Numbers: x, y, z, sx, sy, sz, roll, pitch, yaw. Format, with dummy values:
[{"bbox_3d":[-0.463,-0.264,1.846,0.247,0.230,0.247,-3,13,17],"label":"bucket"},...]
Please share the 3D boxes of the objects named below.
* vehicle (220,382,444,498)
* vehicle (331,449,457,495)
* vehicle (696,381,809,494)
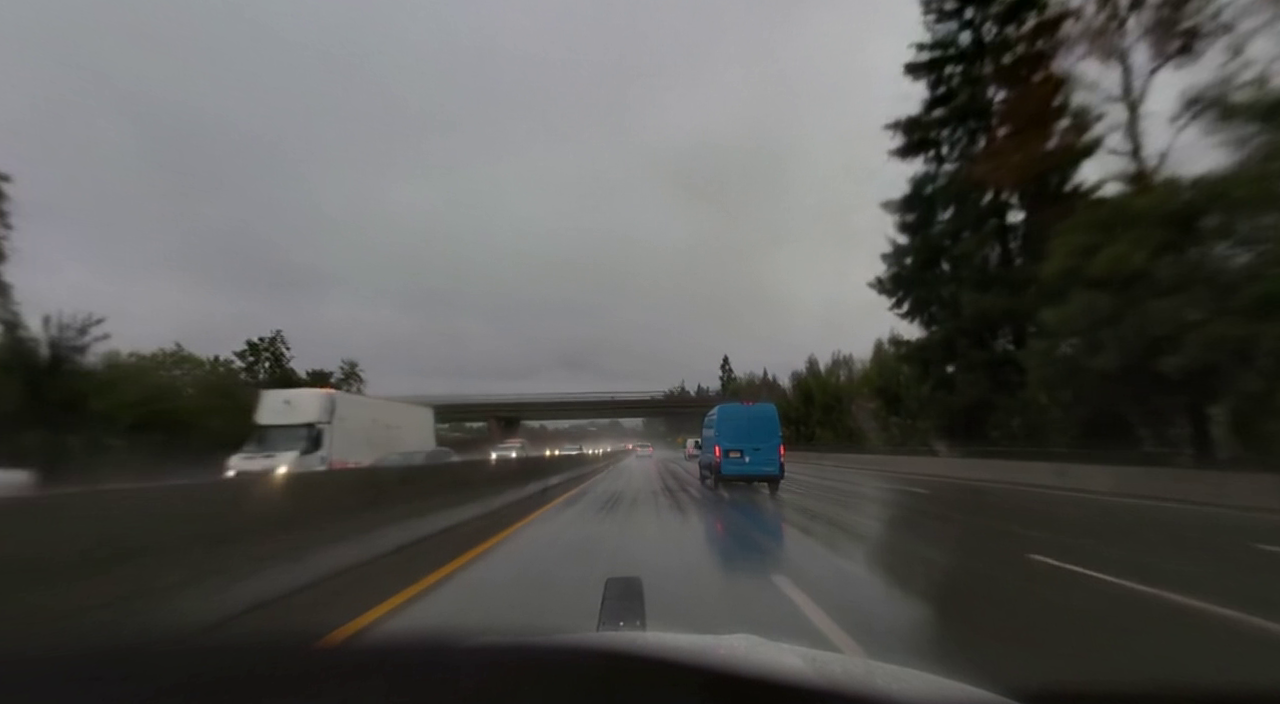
[{"bbox_3d":[-15.156,4.880,34.258,3.234,4.648,17.365,0,-9,1],"label":"vehicle"},{"bbox_3d":[-7.414,3.645,19.544,2.186,1.241,4.084,0,-9,1],"label":"vehicle"},{"bbox_3d":[3.451,2.925,21.232,2.460,3.155,6.902,0,-9,0],"label":"vehicle"}]
